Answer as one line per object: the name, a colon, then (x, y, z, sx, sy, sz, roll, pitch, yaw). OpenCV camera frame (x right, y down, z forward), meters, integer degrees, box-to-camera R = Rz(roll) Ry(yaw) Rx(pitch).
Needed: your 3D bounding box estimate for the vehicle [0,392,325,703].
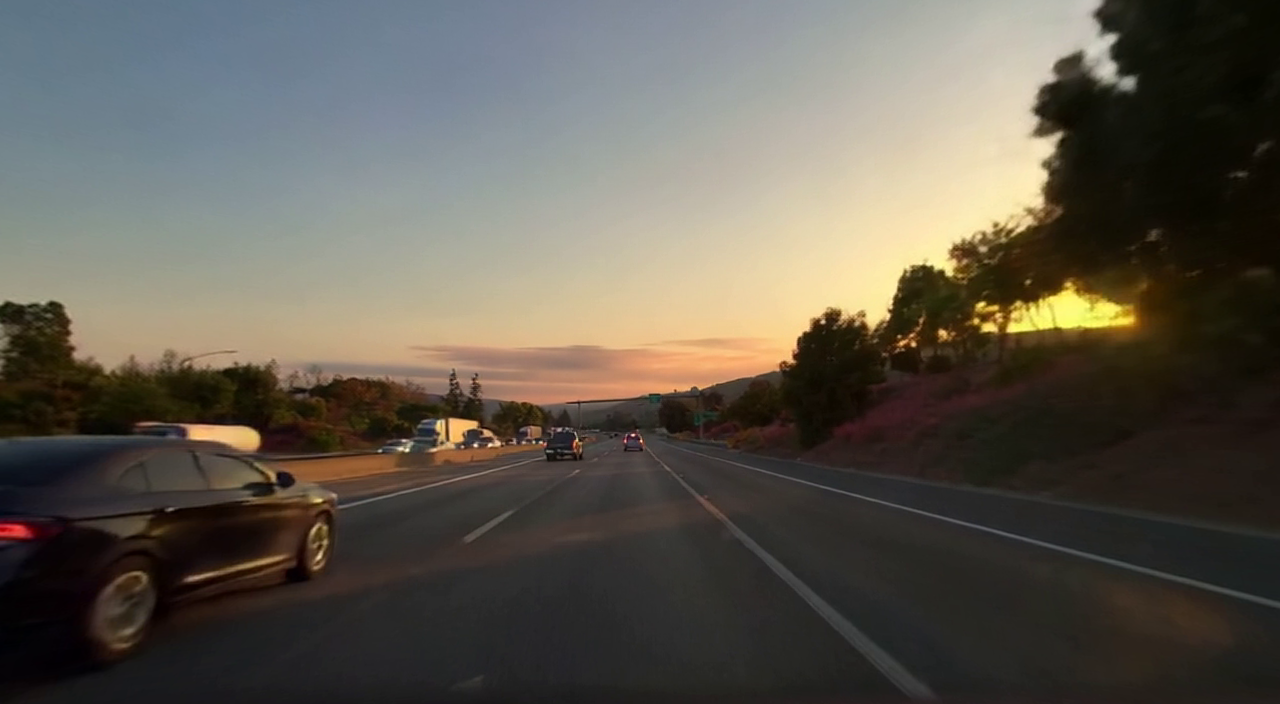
vehicle: (-3.818, 1.066, 3.516, 1.953, 1.550, 4.167, 0, -8, 0)

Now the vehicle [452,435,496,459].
vehicle: (-12.120, 6.963, 46.177, 1.961, 1.644, 4.247, -1, -8, 1)

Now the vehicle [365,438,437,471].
vehicle: (-11.785, 5.046, 31.306, 1.891, 1.522, 4.210, 0, -8, 0)

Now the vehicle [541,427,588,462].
vehicle: (-4.332, 5.392, 36.871, 2.115, 1.887, 4.721, 0, -8, 0)
